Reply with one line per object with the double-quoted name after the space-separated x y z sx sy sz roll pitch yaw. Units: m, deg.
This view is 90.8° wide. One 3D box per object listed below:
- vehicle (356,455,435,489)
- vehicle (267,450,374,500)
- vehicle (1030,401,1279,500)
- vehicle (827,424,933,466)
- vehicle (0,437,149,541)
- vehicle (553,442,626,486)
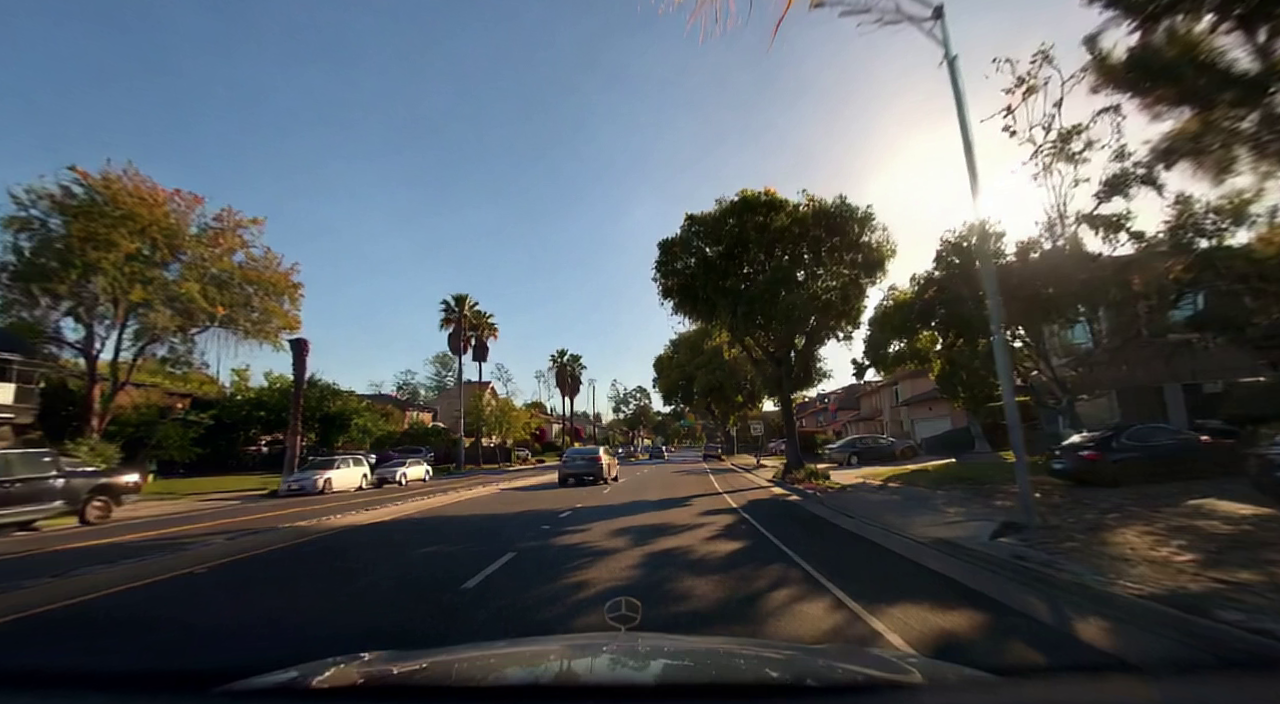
-12.328 6.072 32.205 1.995 1.482 4.448 -4 -10 5 "vehicle"
-13.083 5.023 26.239 1.895 1.802 4.454 -3 -9 4 "vehicle"
11.166 2.050 13.369 4.424 1.611 1.898 -5 -8 0 "vehicle"
12.198 4.790 32.387 4.549 1.672 2.008 -6 -11 4 "vehicle"
-13.825 2.884 13.196 2.202 2.044 5.863 -3 -10 3 "vehicle"
-1.759 4.108 23.486 2.035 1.474 4.284 -1 -9 4 "vehicle"
